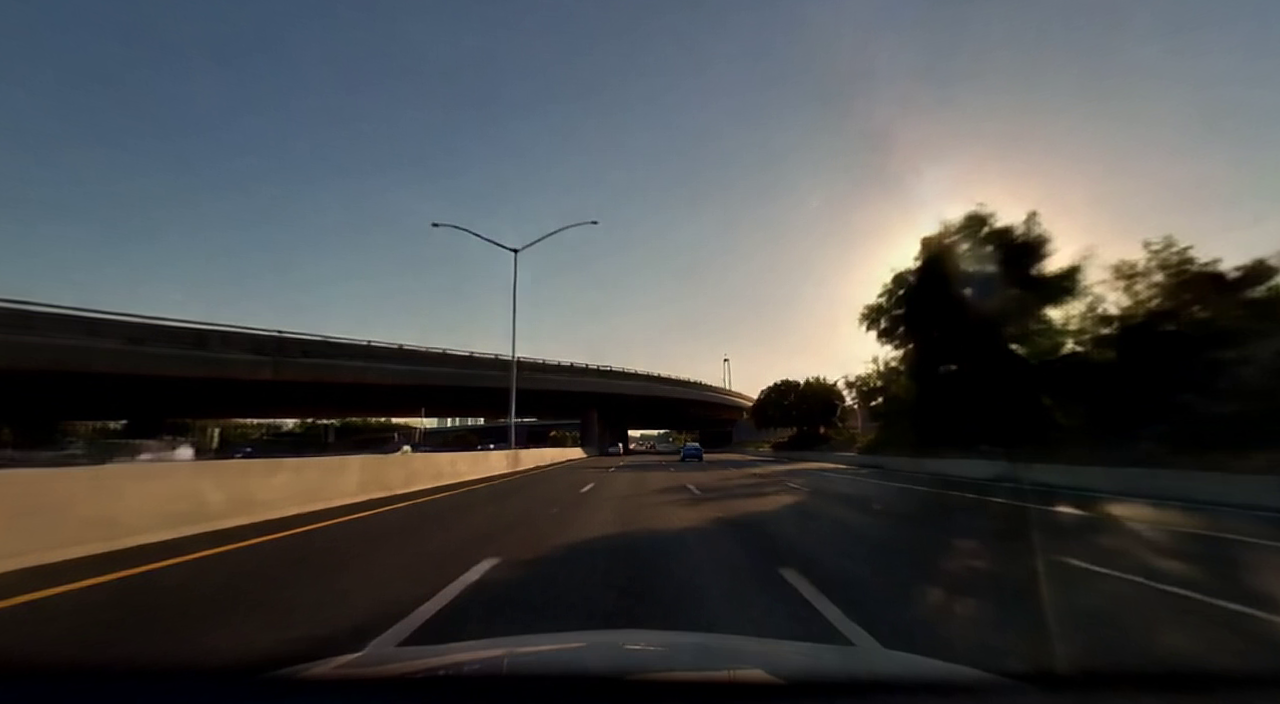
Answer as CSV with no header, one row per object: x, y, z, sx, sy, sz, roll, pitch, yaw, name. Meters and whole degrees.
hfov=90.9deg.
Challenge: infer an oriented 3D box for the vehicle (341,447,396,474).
-14.560,5.815,33.984,1.450,1.342,3.292,0,-8,1,vehicle
